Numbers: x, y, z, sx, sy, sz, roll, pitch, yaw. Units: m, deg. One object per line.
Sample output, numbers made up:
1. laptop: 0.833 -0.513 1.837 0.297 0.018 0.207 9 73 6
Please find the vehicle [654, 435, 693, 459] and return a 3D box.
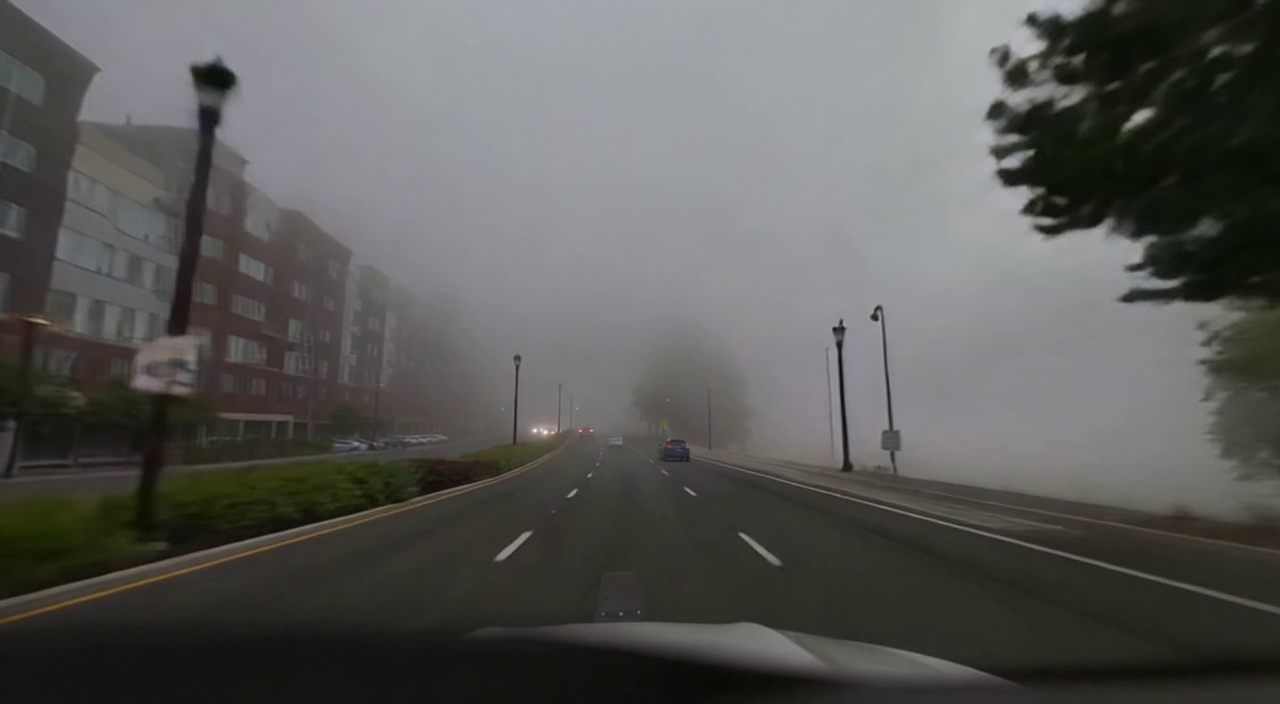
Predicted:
1. vehicle: 2.149 6.243 41.510 2.090 1.506 4.382 0 -8 -3
